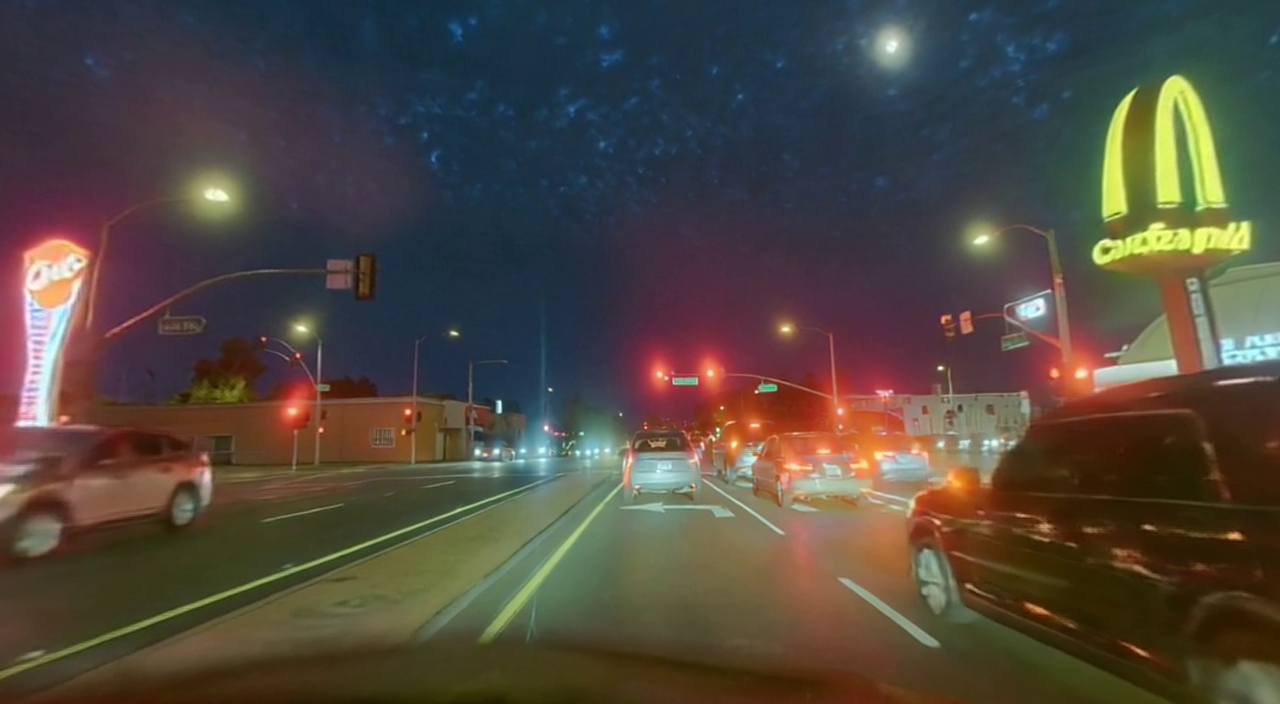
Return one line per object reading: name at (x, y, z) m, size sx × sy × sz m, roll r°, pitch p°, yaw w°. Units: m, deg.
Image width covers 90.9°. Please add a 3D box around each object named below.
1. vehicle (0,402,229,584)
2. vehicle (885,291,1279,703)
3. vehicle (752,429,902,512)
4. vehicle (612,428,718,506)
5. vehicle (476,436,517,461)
vehicle at (-7.623, 1.666, 8.193) m, size 2.106 × 1.751 × 4.554 m, roll 1°, pitch -8°, yaw -10°
vehicle at (3.160, 0.831, 3.005) m, size 2.038 × 1.787 × 4.946 m, roll 0°, pitch -8°, yaw 1°
vehicle at (3.778, 2.462, 13.659) m, size 1.883 × 1.480 × 4.489 m, roll 0°, pitch -8°, yaw 0°
vehicle at (0.482, 2.544, 14.371) m, size 2.073 × 1.496 × 3.892 m, roll 0°, pitch -8°, yaw 0°
vehicle at (-11.249, 7.601, 49.657) m, size 2.122 × 1.829 × 4.559 m, roll 0°, pitch -8°, yaw 1°
